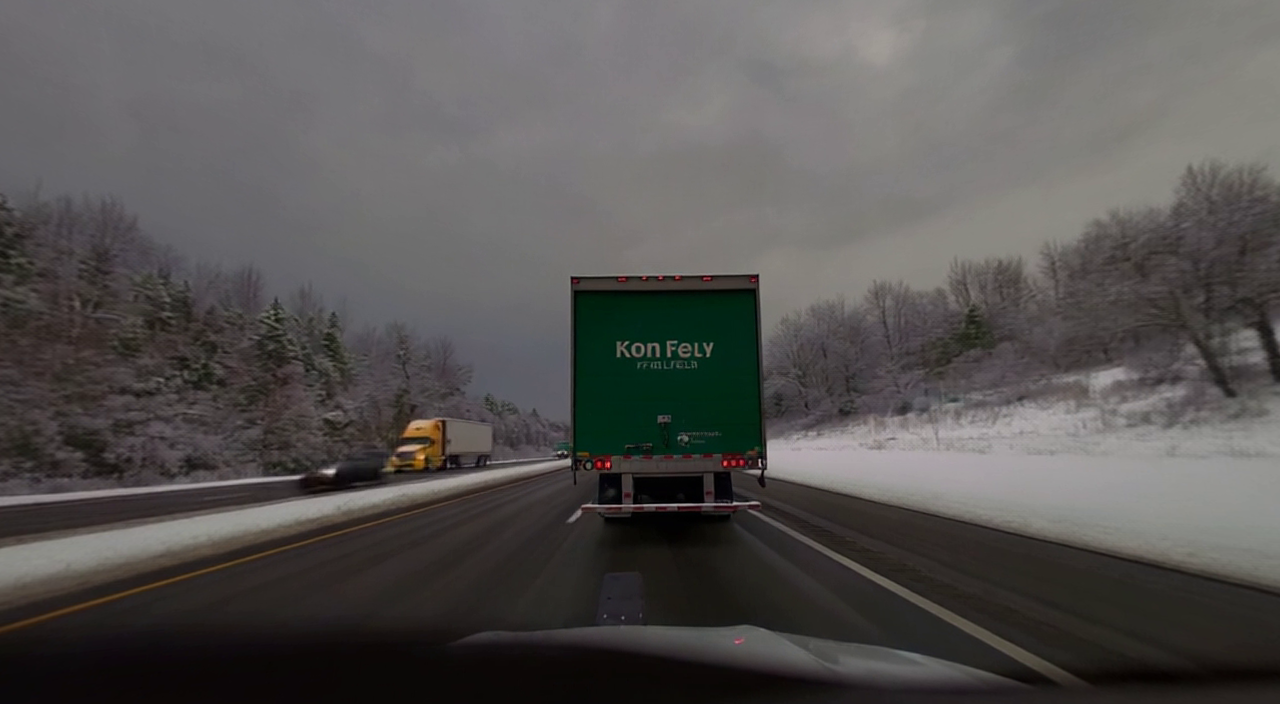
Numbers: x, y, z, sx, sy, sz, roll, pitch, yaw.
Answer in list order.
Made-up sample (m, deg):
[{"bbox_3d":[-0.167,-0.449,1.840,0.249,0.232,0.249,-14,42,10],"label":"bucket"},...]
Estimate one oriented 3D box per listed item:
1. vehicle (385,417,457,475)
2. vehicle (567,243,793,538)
[{"bbox_3d":[-16.041,6.971,46.661,2.997,3.998,5.894,0,-9,1],"label":"vehicle"},{"bbox_3d":[0.514,1.616,16.439,3.230,4.377,14.405,0,-9,0],"label":"vehicle"}]
